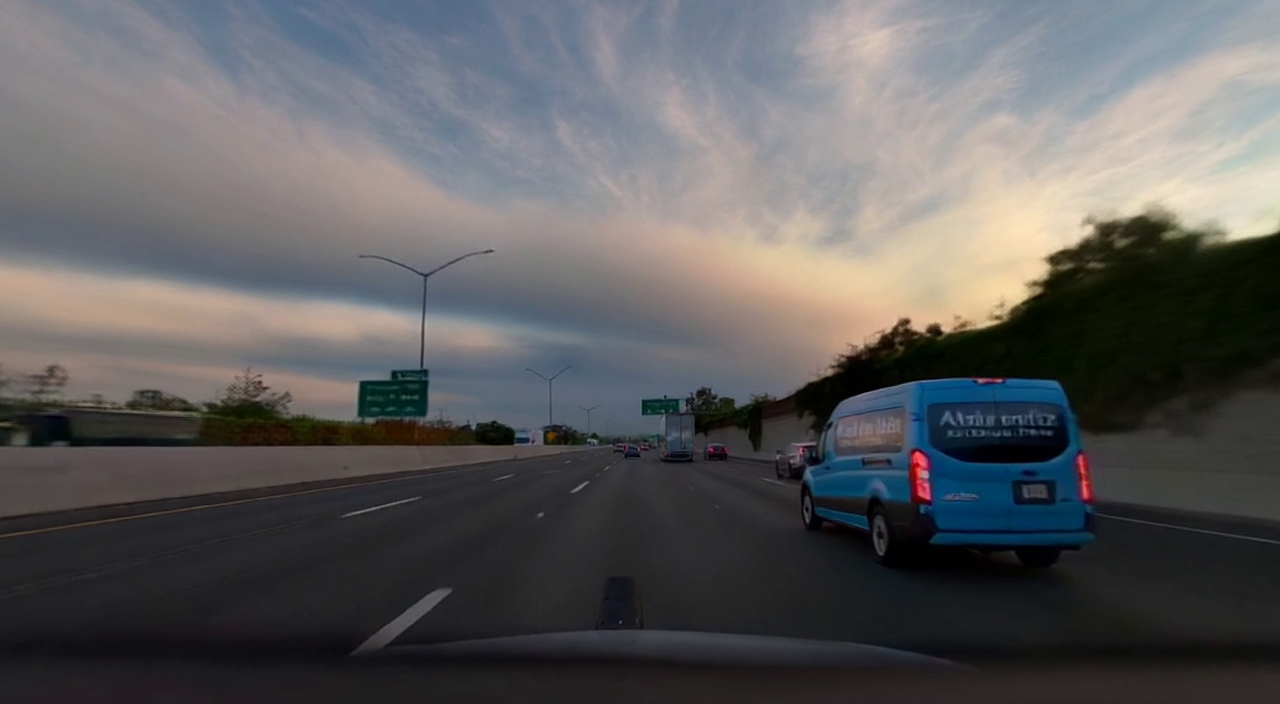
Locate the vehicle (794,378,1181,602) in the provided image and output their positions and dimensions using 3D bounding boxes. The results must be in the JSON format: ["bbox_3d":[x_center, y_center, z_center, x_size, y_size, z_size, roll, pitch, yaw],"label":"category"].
[{"bbox_3d":[3.620,1.551,7.980,2.035,1.931,4.841,0,-8,-1],"label":"vehicle"}]

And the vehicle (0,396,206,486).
[{"bbox_3d":[-25.522,4.192,29.605,2.963,3.468,10.441,0,-8,0],"label":"vehicle"}]
